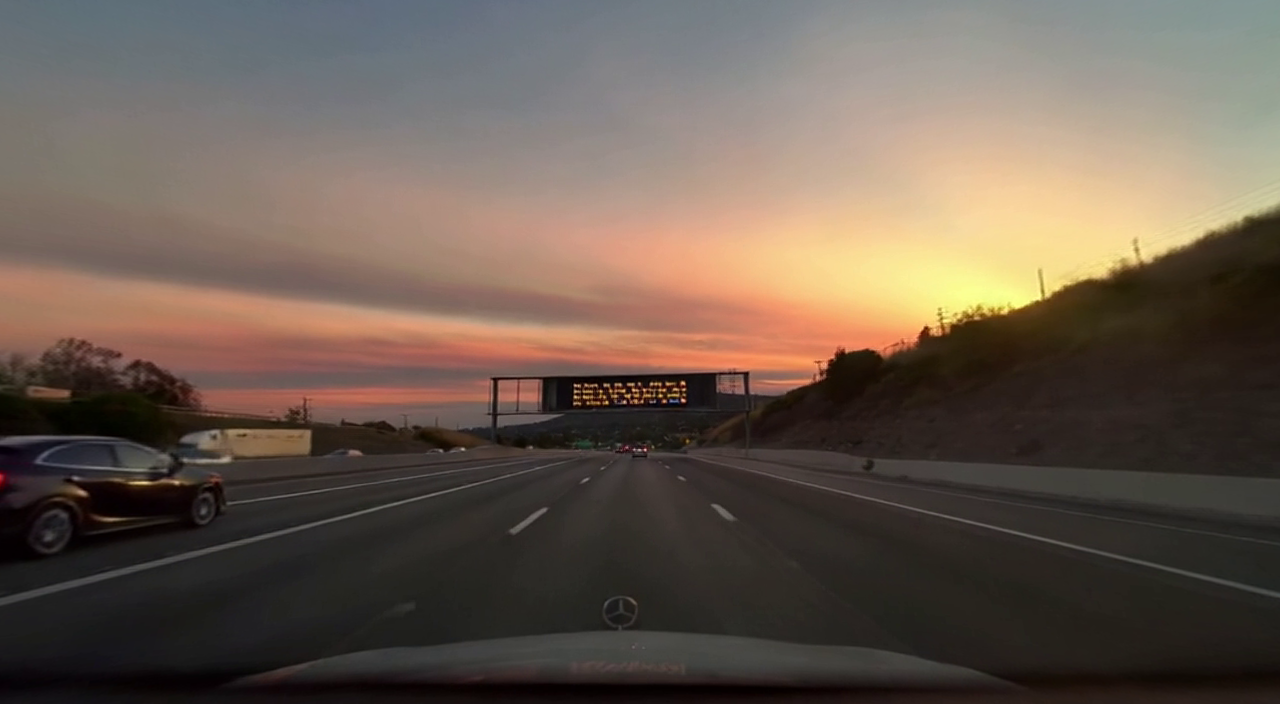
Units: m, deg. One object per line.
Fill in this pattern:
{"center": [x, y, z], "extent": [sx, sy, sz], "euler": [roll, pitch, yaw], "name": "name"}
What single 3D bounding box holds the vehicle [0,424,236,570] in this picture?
{"center": [-7.845, 1.753, 8.170], "extent": [2.005, 1.545, 4.874], "euler": [0, -8, 0], "name": "vehicle"}
